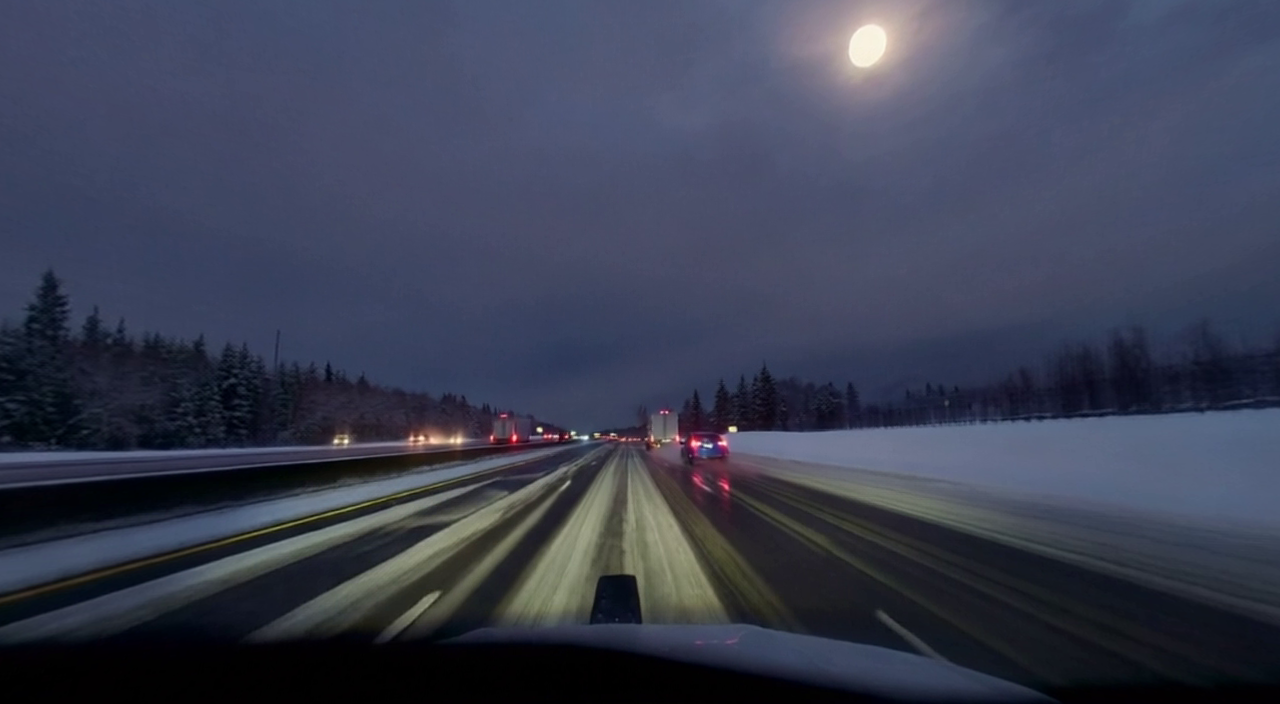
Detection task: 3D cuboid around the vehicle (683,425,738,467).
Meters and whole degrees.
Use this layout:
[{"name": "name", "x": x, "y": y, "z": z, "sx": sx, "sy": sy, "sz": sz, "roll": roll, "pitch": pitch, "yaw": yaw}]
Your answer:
[{"name": "vehicle", "x": 3.406, "y": 4.631, "z": 31.235, "sx": 2.076, "sy": 1.914, "sz": 4.287, "roll": 0, "pitch": -8, "yaw": -2}]
